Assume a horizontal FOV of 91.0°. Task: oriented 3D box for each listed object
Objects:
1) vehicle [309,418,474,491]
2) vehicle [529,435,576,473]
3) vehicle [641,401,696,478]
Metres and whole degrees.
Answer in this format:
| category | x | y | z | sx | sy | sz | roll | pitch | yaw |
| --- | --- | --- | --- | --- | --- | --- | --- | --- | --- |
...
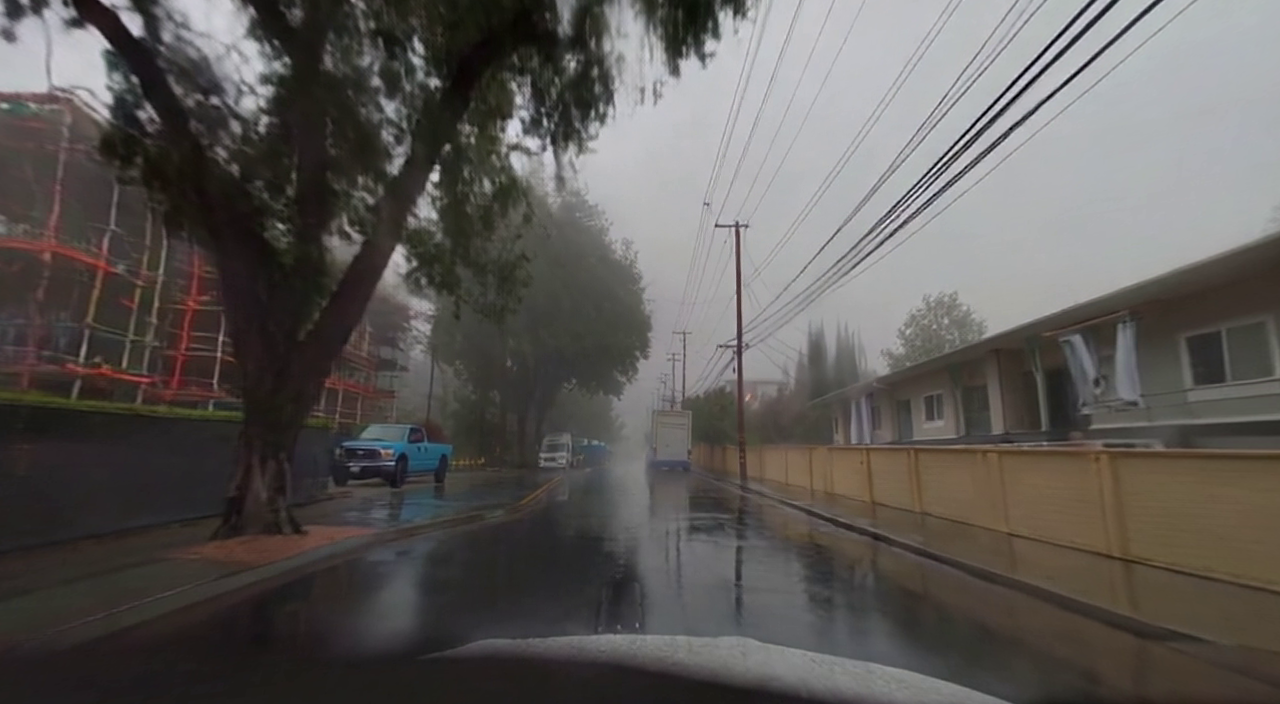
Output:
| category | x | y | z | sx | sy | sz | roll | pitch | yaw |
| --- | --- | --- | --- | --- | --- | --- | --- | --- | --- |
| vehicle | -7.309 | 3.111 | 19.411 | 2.238 | 1.895 | 5.648 | -1 | -9 | 7 |
| vehicle | -5.415 | 6.332 | 39.426 | 2.171 | 1.910 | 4.789 | -1 | -4 | 1 |
| vehicle | 1.699 | 5.820 | 40.088 | 2.915 | 3.793 | 9.963 | 3 | -13 | 2 |
